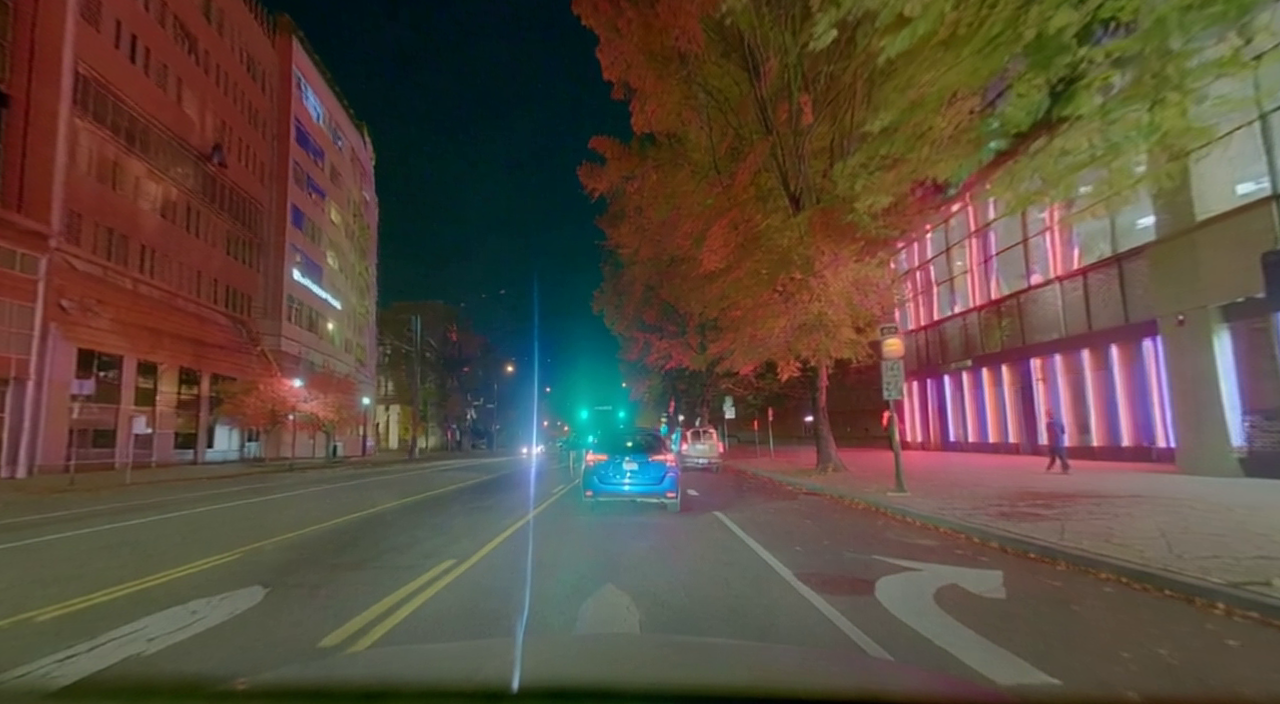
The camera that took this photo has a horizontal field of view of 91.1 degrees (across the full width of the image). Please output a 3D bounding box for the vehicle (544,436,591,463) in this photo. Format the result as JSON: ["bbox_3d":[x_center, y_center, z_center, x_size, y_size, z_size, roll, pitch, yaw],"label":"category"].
[{"bbox_3d":[-4.032,5.498,35.663,2.096,1.415,4.515,0,-8,0],"label":"vehicle"}]

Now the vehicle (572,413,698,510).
[{"bbox_3d":[-0.127,2.262,13.495,2.274,1.736,4.083,0,-8,-1],"label":"vehicle"}]

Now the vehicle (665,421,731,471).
[{"bbox_3d":[2.428,4.080,27.502,2.147,1.968,4.478,1,-8,-4],"label":"vehicle"}]
